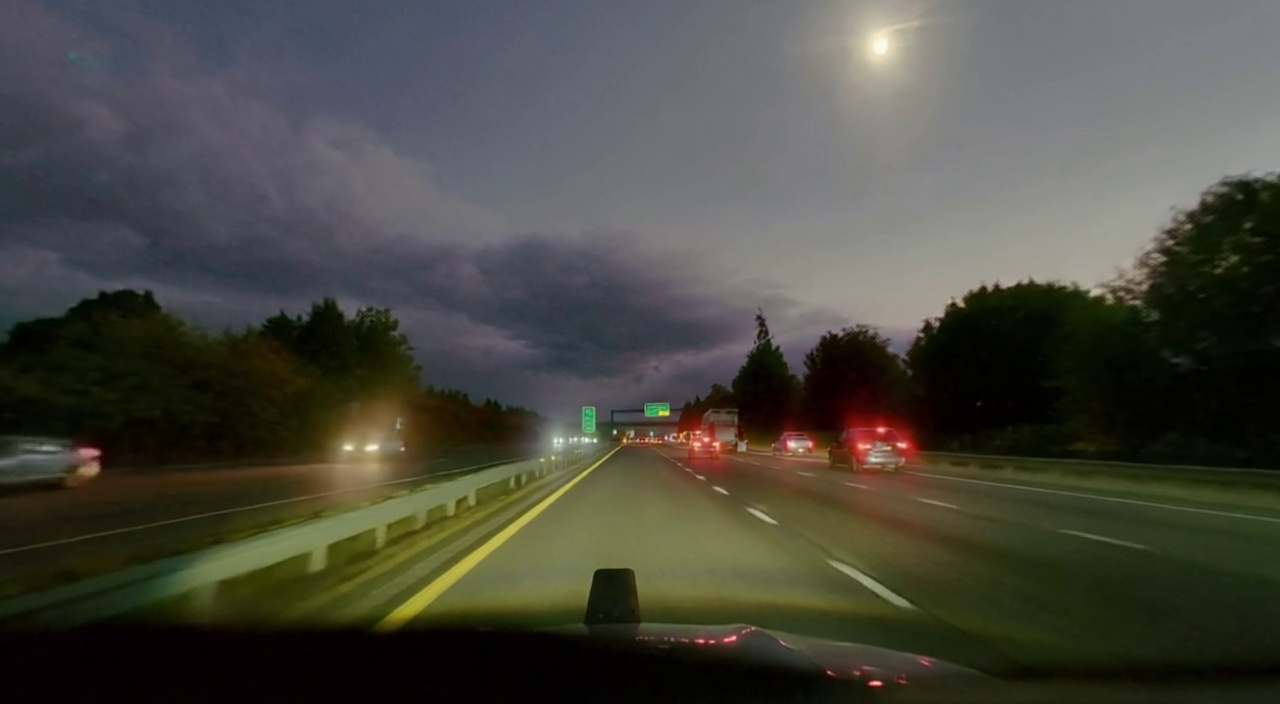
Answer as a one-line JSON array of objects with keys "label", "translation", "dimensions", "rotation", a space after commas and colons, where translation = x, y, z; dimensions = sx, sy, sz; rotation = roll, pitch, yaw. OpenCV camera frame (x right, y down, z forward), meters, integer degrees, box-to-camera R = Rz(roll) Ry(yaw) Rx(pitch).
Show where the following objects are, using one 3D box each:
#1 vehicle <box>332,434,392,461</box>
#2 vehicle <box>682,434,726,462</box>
[{"label": "vehicle", "translation": [-17.017, 5.835, 38.763], "dimensions": [1.831, 1.586, 4.051], "rotation": [0, -8, 0]}, {"label": "vehicle", "translation": [3.678, 5.587, 36.972], "dimensions": [1.986, 1.501, 4.529], "rotation": [0, -8, -2]}]
